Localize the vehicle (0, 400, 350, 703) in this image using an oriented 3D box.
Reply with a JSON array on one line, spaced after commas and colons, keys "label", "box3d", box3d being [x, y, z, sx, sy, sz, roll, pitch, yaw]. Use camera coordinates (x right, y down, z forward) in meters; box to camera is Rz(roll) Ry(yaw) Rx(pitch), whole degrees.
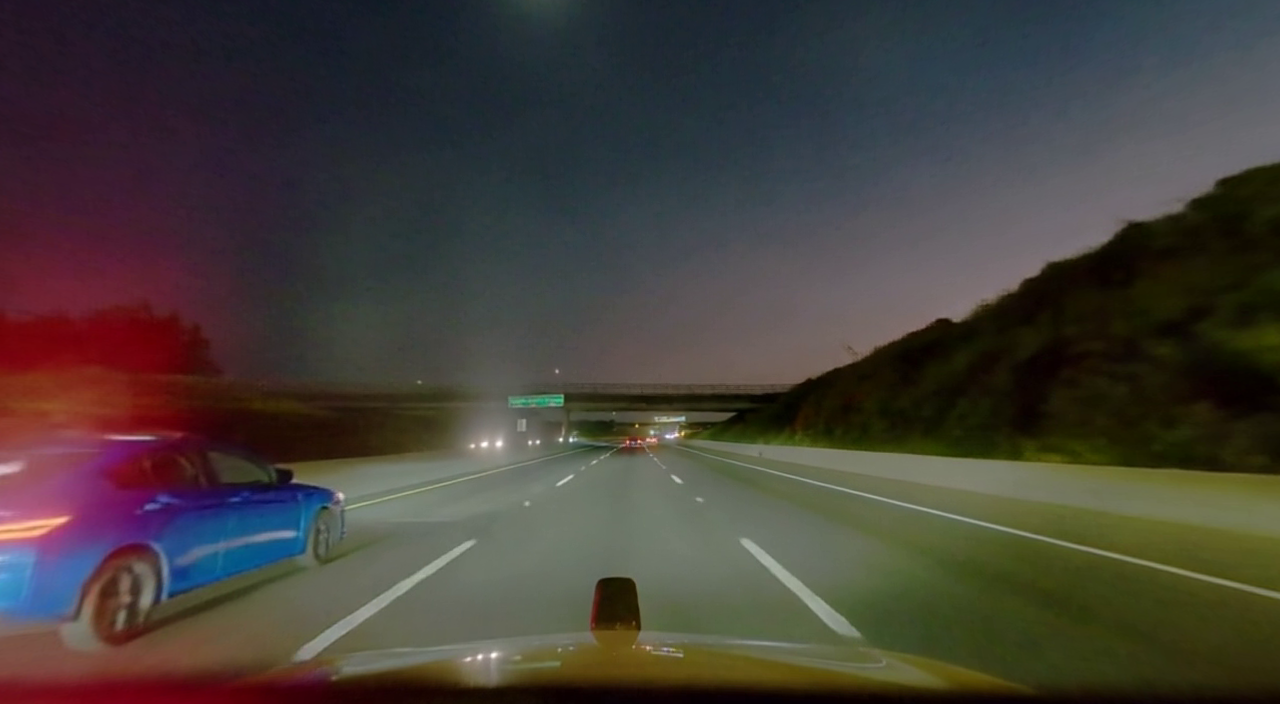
[{"label": "vehicle", "box3d": [-4.009, 1.169, 4.462, 1.981, 1.475, 4.084, 0, -8, 0]}]
